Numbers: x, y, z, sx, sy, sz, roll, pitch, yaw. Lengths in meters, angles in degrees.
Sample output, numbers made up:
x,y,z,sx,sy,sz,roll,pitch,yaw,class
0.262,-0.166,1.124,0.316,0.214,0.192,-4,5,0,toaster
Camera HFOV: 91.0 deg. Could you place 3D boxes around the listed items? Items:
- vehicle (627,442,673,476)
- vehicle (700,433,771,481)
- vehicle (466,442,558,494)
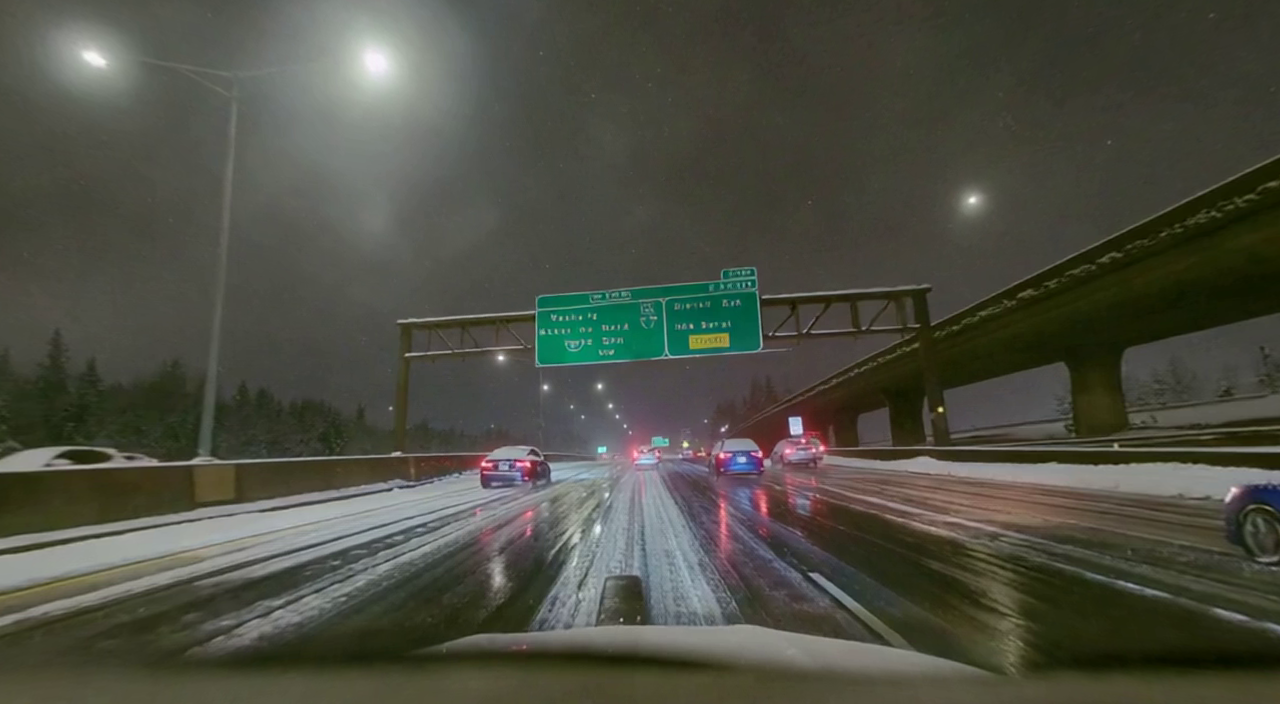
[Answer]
x,y,z,sx,sy,sz,roll,pitch,yaw,class
0.499,5.175,30.661,2.089,1.493,3.964,0,-8,1,vehicle
3.769,4.239,25.606,2.202,1.748,4.158,0,-9,0,vehicle
-3.993,3.681,20.355,2.031,1.491,4.145,0,-9,1,vehicle
